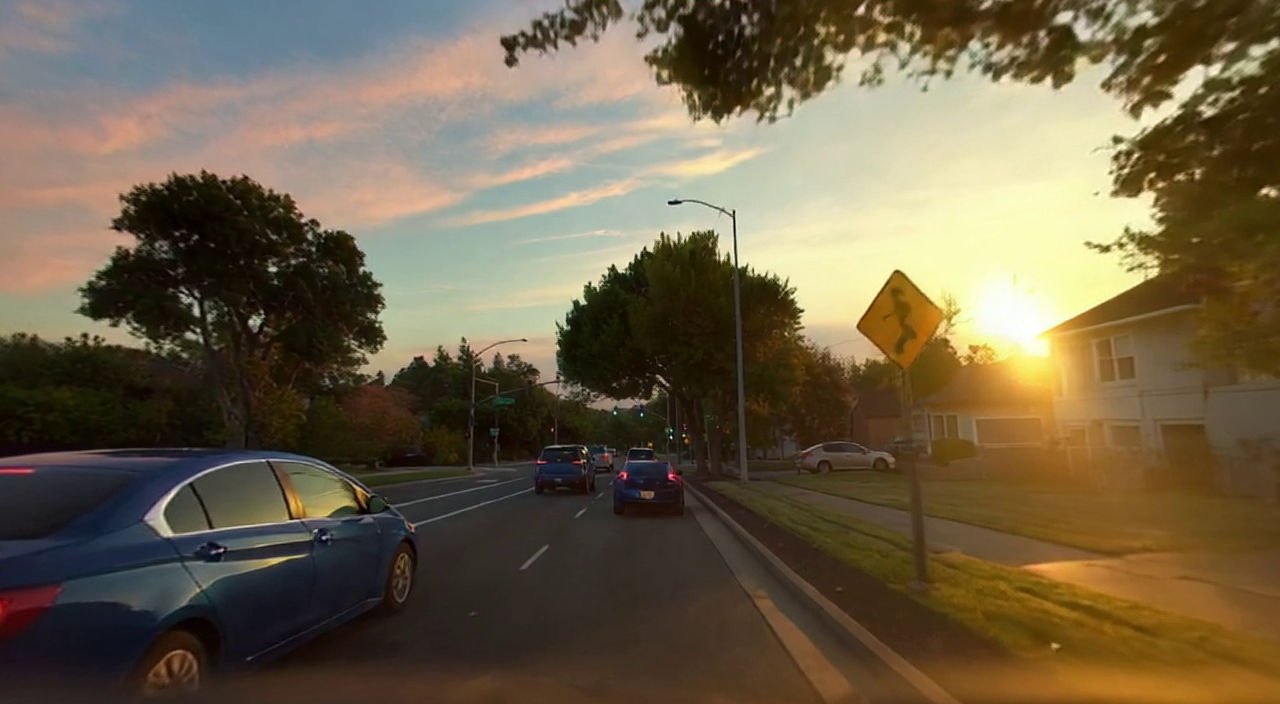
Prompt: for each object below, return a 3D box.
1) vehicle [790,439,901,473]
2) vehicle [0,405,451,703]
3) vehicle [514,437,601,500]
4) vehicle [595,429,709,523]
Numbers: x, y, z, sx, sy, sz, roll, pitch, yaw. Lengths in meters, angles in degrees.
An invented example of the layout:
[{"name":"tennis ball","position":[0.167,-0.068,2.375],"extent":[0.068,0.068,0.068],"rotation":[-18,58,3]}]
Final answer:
[{"name":"vehicle","position":[9.444,4.809,29.204],"extent":[4.456,1.504,1.914],"rotation":[0,-9,0]},{"name":"vehicle","position":[-2.841,1.165,3.561],"extent":[1.968,1.472,4.685],"rotation":[-1,-9,2]},{"name":"vehicle","position":[-2.455,3.598,19.856],"extent":[2.000,1.737,4.133],"rotation":[-1,-9,2]},{"name":"vehicle","position":[0.250,2.613,13.751],"extent":[2.120,1.718,3.909],"rotation":[-1,-9,1]}]
